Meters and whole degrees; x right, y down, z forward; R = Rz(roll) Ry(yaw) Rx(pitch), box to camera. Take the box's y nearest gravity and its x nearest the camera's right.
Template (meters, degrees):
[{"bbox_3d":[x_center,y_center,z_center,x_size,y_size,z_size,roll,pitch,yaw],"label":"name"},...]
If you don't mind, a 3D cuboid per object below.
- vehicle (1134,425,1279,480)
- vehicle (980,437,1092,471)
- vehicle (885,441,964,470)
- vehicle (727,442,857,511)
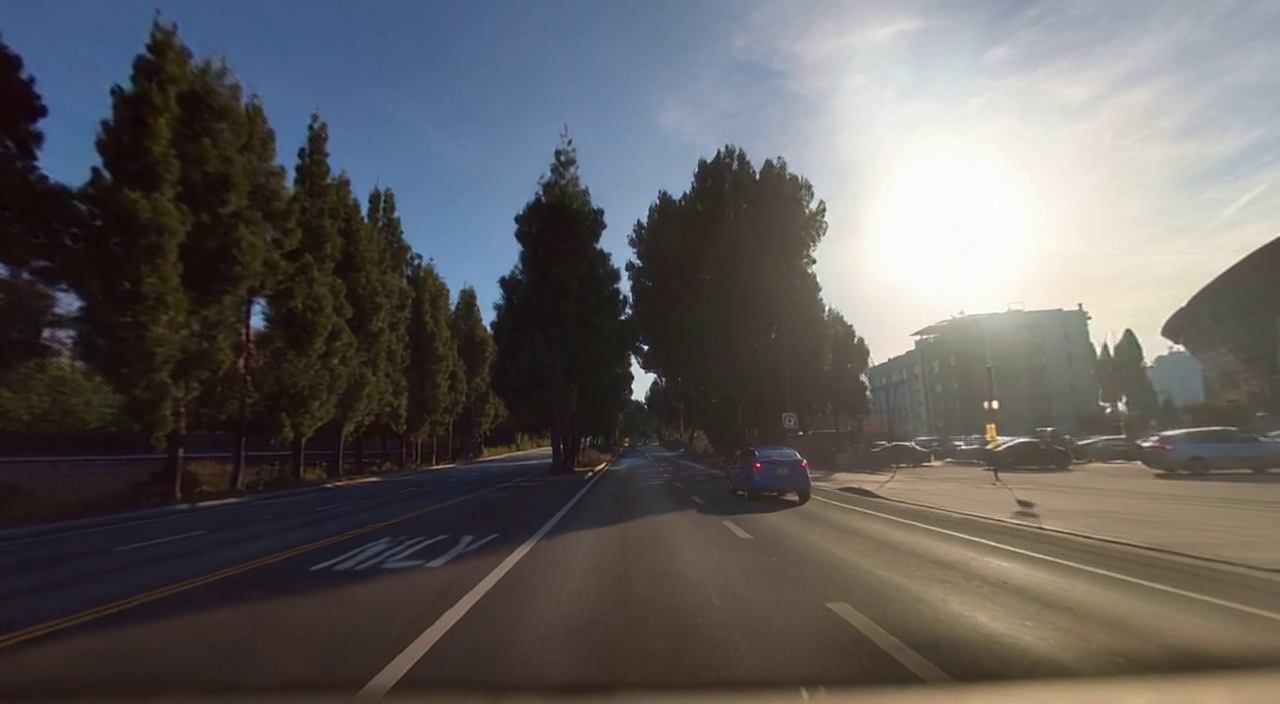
[{"bbox_3d":[18.150,3.061,19.314,4.436,1.556,1.997,0,-8,-2],"label":"vehicle"},{"bbox_3d":[17.662,4.570,28.313,3.622,1.432,2.029,1,-8,-3],"label":"vehicle"},{"bbox_3d":[19.375,7.080,43.163,4.418,1.418,1.873,-5,-14,-2],"label":"vehicle"},{"bbox_3d":[3.669,3.075,16.197,2.114,1.493,4.430,0,-8,-2],"label":"vehicle"}]
